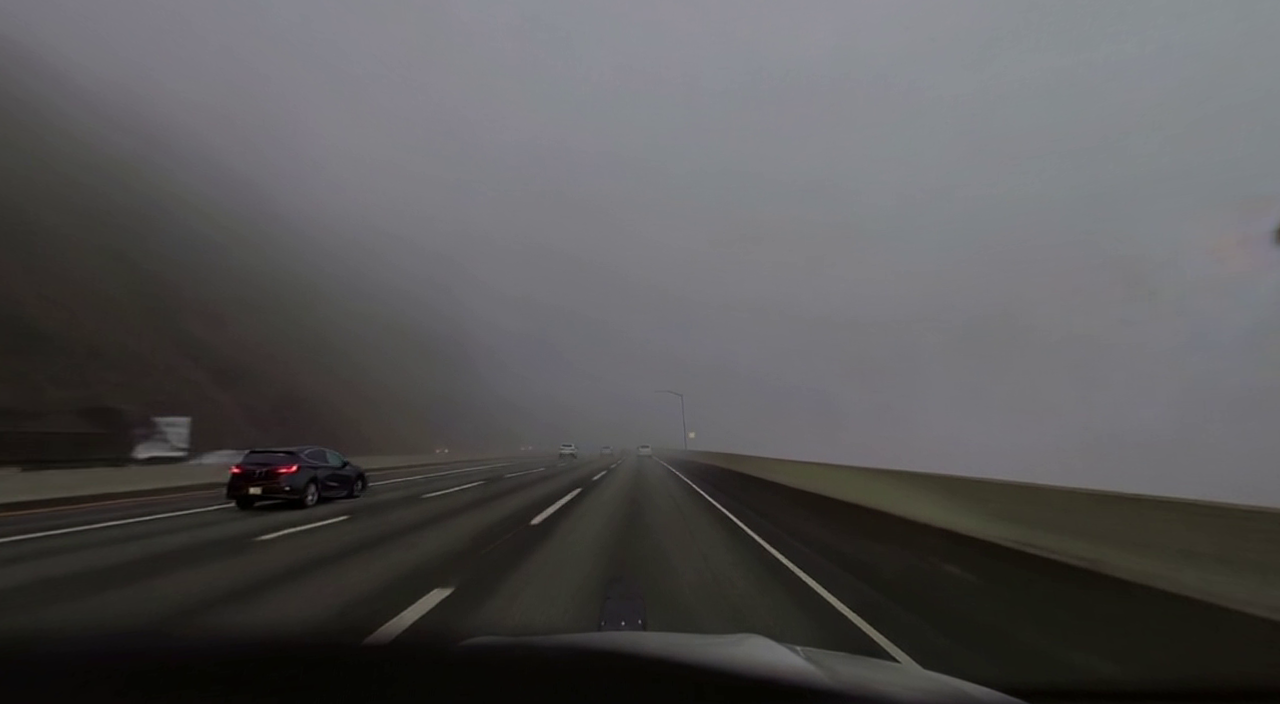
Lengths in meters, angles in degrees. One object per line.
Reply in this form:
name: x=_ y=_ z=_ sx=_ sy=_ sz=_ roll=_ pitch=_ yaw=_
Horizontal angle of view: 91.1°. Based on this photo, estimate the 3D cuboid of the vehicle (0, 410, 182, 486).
vehicle: x=-29.217 y=4.723 z=31.055 sx=2.844 sy=3.262 sz=13.155 roll=0 pitch=-8 yaw=2

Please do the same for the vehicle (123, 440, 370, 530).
vehicle: x=-7.468 y=2.525 z=12.643 sx=1.949 sy=1.465 sz=4.563 roll=0 pitch=-8 yaw=1
